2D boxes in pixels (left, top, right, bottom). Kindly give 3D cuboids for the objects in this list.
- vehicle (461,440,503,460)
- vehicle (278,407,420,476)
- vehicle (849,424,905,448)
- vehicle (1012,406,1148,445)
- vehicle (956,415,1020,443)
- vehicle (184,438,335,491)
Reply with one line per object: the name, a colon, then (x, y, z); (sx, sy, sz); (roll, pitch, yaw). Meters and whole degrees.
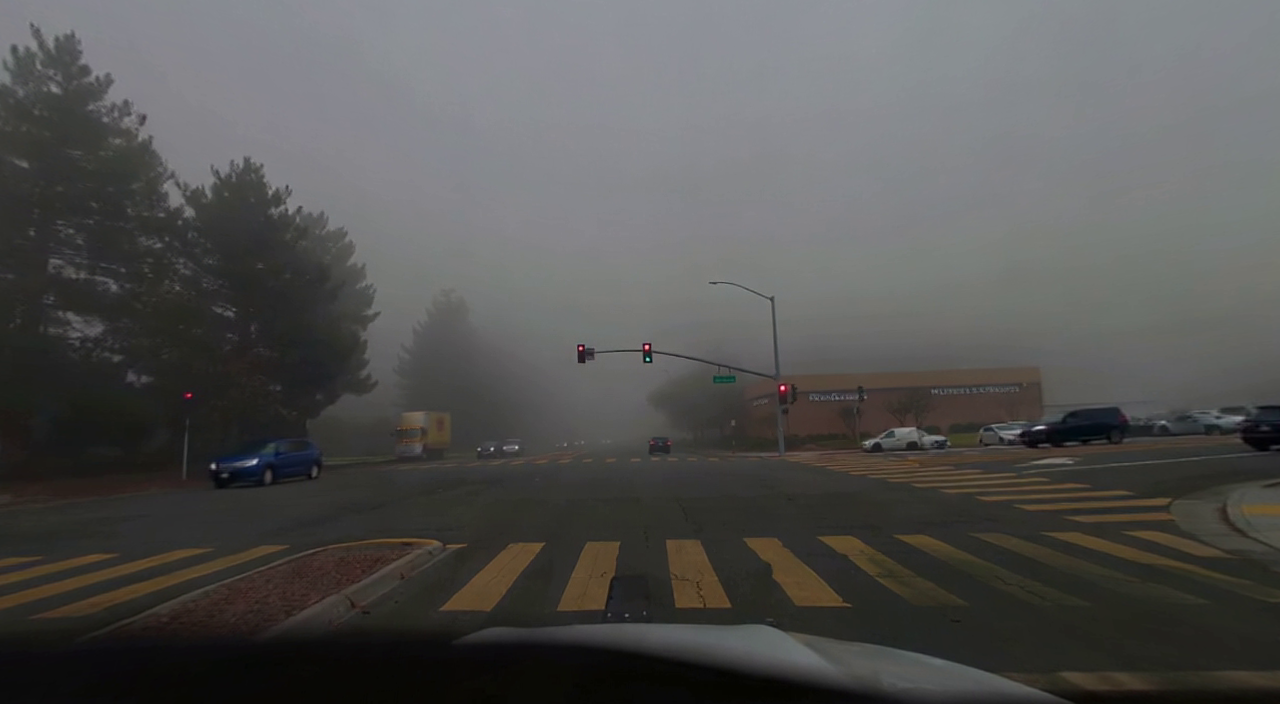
vehicle: (-12.136, 7.578, 48.724); (1.996, 1.482, 4.772); (0, -8, 1)
vehicle: (-16.636, 5.333, 37.427); (3.161, 3.455, 11.058); (0, -8, 0)
vehicle: (17.419, 6.240, 46.507); (3.329, 1.415, 1.821); (-6, -9, 2)
vehicle: (19.552, 3.325, 28.149); (4.566, 1.670, 2.000); (0, -8, -2)
vehicle: (23.207, 5.218, 42.149); (1.930, 1.761, 3.911); (0, -8, -1)
vehicle: (-11.876, 3.520, 20.140); (1.996, 1.489, 4.566); (0, -8, 0)
